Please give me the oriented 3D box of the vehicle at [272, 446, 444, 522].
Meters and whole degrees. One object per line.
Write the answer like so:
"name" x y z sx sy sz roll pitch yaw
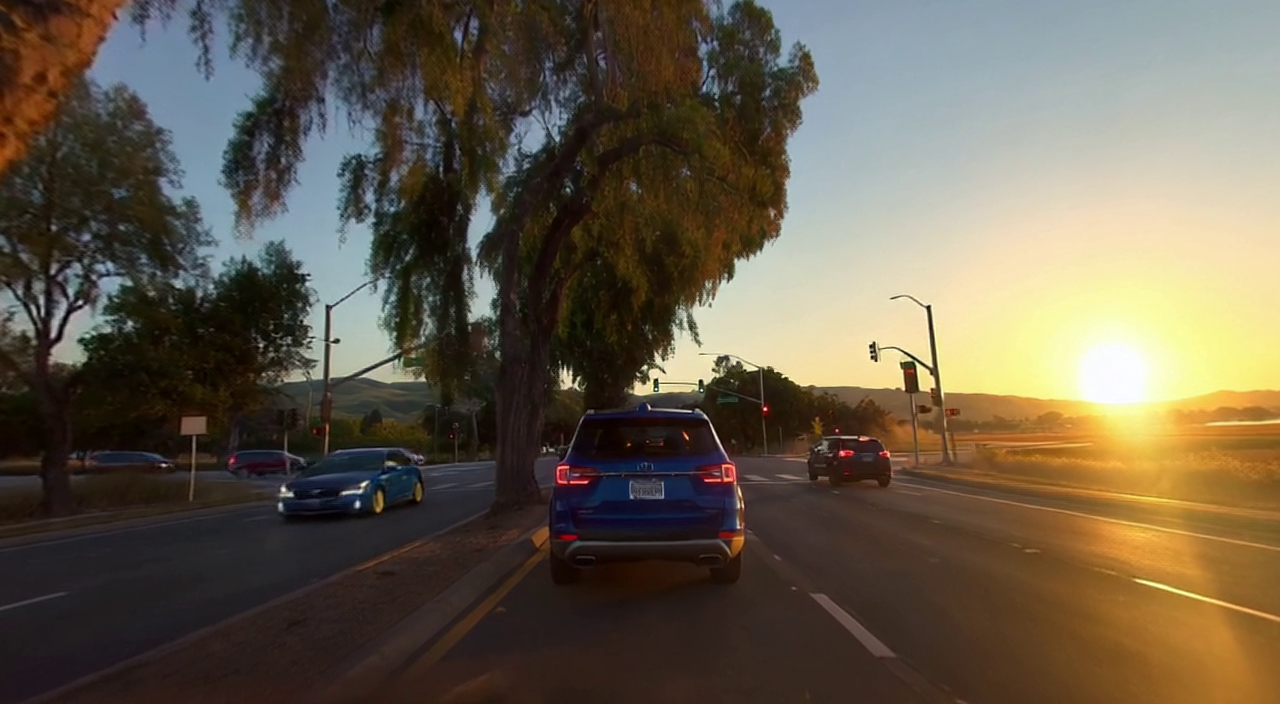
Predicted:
"vehicle" -6.391 3.001 15.057 2.425 1.480 4.707 1 -8 -7

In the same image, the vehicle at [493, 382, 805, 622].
"vehicle" 0.056 1.409 6.816 2.298 1.770 4.138 0 -8 0

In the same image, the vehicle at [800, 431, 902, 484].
"vehicle" 7.121 3.603 21.825 2.012 1.636 4.352 0 -8 0

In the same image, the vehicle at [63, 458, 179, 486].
"vehicle" -29.315 6.788 35.734 4.559 1.458 2.265 0 -8 2

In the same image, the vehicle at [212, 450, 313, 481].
"vehicle" -21.414 6.407 35.838 4.608 1.680 2.026 -2 -8 10
